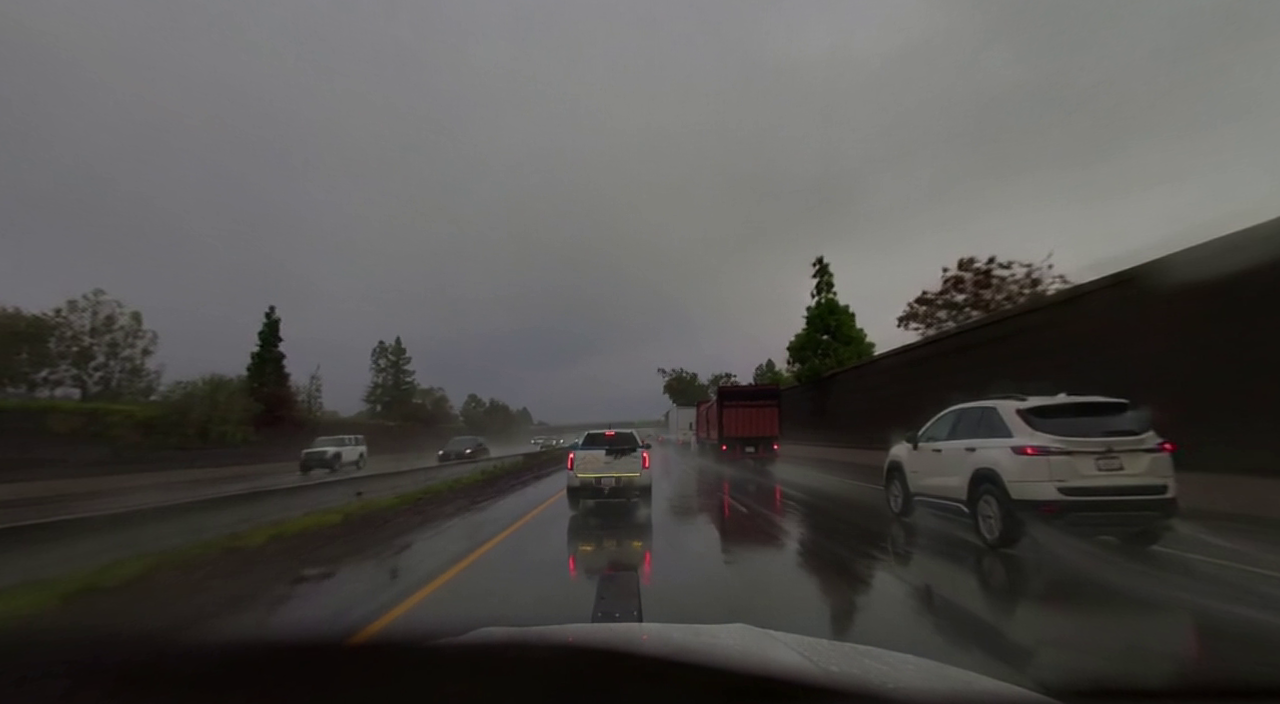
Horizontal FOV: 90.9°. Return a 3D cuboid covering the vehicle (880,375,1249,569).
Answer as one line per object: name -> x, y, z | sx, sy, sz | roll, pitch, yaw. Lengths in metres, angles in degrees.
vehicle -> 4.946, 1.430, 8.231 | 2.011, 1.905, 3.905 | 0, -8, -1

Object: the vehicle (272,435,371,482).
vehicle -> -13.433, 4.476, 26.901 | 1.949, 1.833, 4.237 | 0, -8, 0

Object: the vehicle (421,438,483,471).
vehicle -> -8.840, 4.828, 29.990 | 1.756, 1.446, 3.661 | 0, -8, 1

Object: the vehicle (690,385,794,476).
vehicle -> 3.735, 3.172, 25.258 | 2.723, 3.027, 8.478 | 0, -8, 0

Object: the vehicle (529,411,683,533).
vehicle -> -0.496, 1.904, 10.665 | 2.082, 1.638, 4.055 | 0, -8, -1
